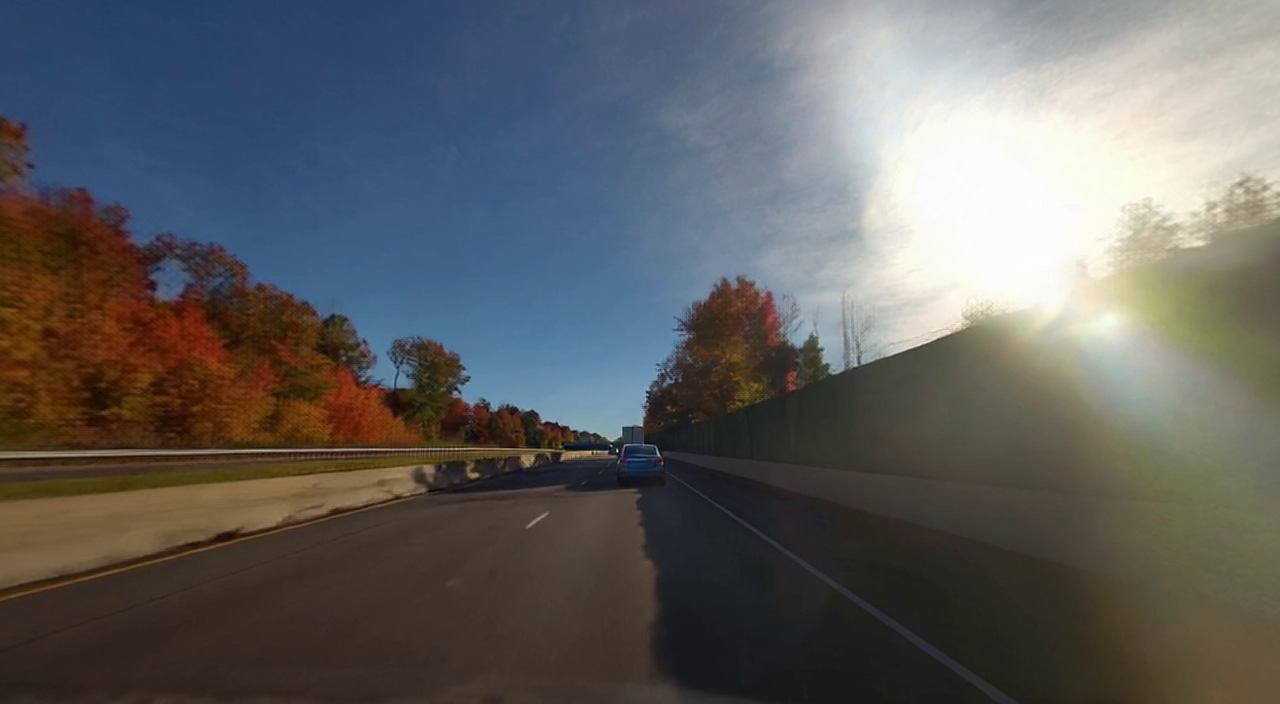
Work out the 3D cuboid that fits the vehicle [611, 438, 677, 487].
[{"bbox_3d":[0.080,3.775,21.872,2.057,1.516,4.065,0,-8,-1],"label":"vehicle"}]
